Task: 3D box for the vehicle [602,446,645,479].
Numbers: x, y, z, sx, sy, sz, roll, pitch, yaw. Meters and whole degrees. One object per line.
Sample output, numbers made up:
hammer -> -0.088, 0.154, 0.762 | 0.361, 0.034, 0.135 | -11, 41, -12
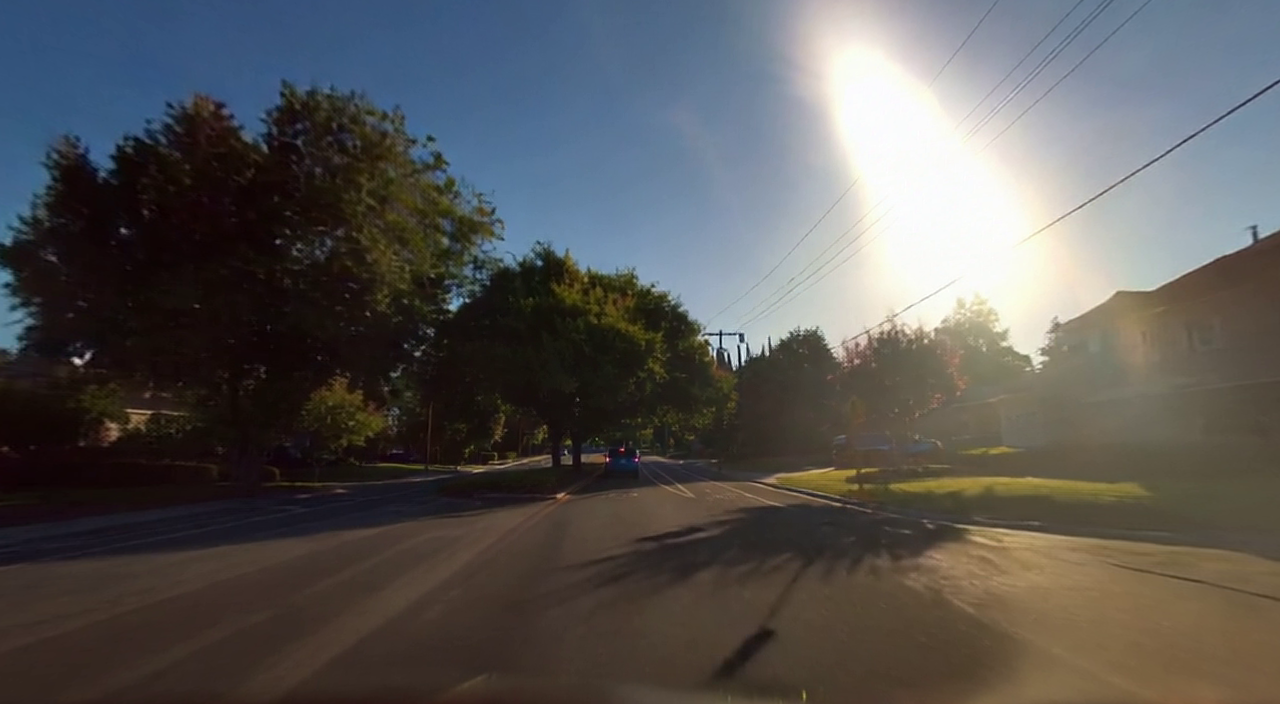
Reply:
vehicle -> -0.902, 5.912, 34.104 | 2.139, 1.699, 3.916 | 0, -8, -2
